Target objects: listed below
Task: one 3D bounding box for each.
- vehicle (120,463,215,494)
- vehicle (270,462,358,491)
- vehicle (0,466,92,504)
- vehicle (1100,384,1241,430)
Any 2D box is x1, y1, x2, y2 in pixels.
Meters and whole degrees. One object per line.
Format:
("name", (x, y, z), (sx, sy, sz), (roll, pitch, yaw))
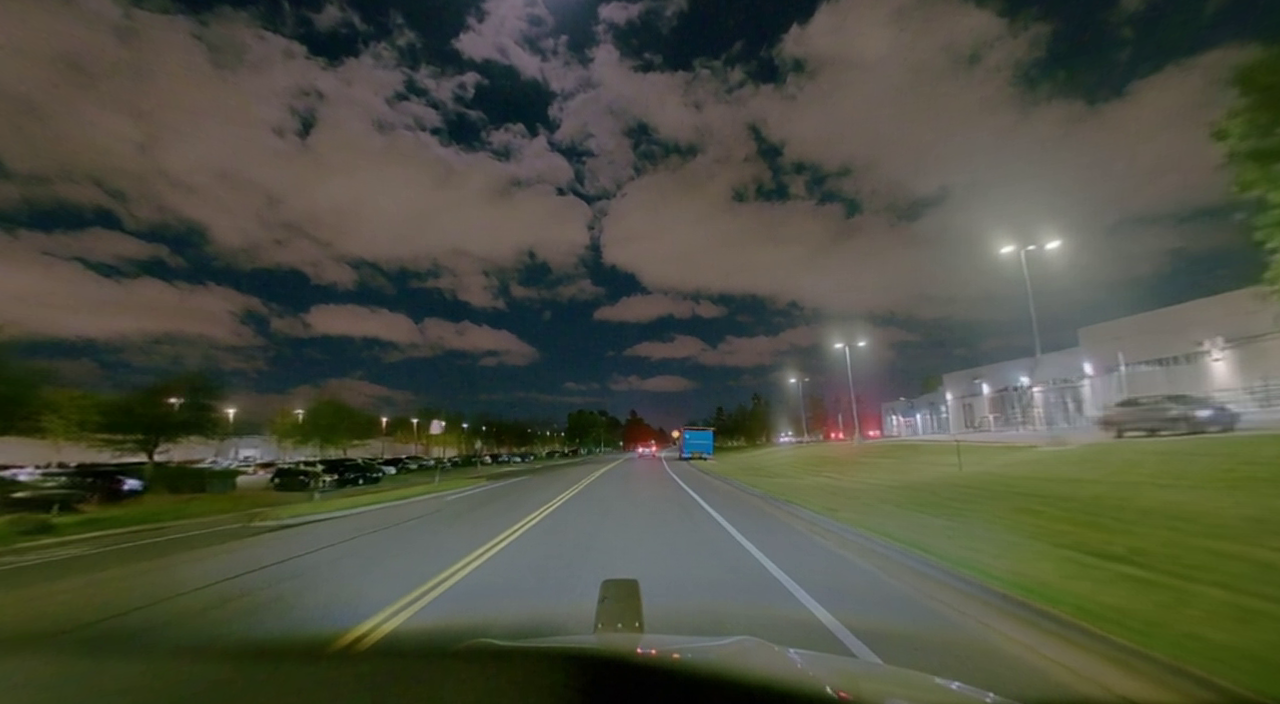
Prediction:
("vehicle", (-32.568, 8.726, 43.644), (4.996, 1.817, 2.054), (-3, -10, 1))
("vehicle", (-22.207, 8.452, 43.291), (2.233, 1.709, 5.161), (-3, -9, 19))
("vehicle", (-33.430, 7.255, 34.302), (5.432, 1.791, 2.159), (-3, -9, 2))
("vehicle", (21.260, 2.318, 25.617), (1.871, 1.582, 4.500), (0, -8, 1))
